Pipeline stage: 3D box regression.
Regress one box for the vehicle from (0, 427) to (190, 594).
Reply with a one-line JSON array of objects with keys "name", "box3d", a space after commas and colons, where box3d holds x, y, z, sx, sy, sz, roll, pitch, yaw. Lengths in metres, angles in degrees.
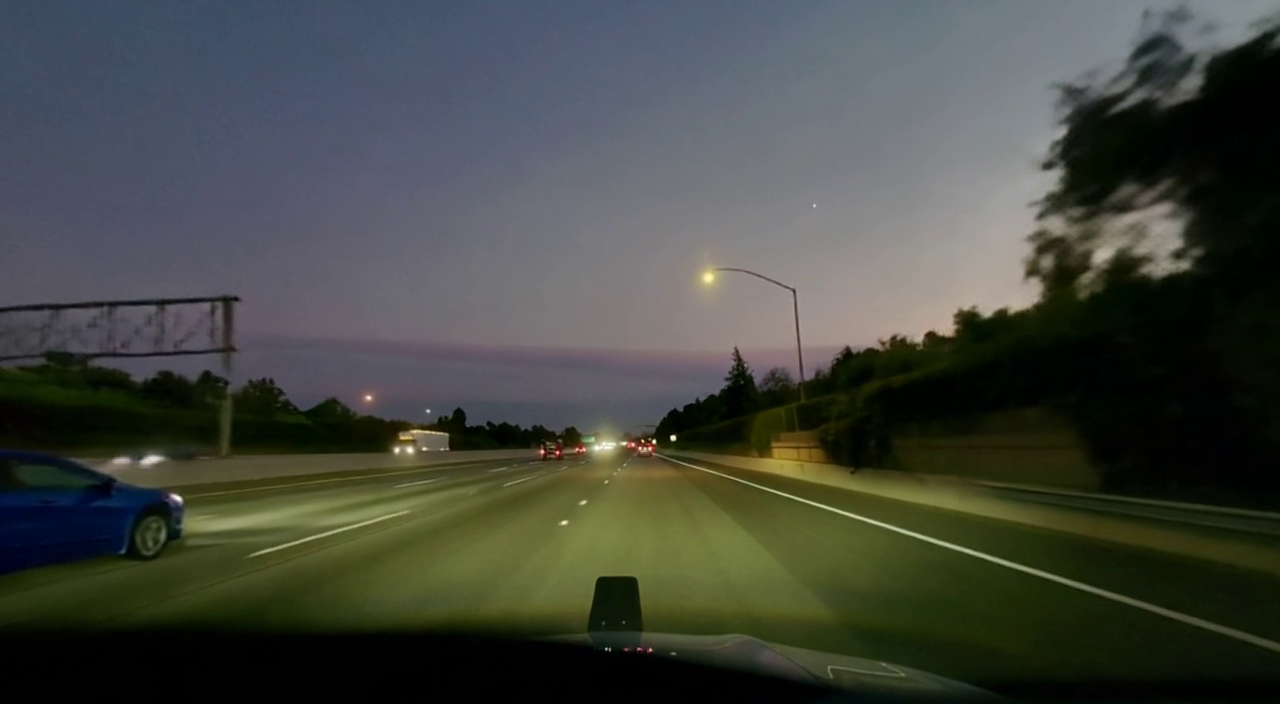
[{"name": "vehicle", "box3d": [-6.754, 1.419, 5.599, 1.981, 1.486, 4.735, 0, -8, 1]}]
